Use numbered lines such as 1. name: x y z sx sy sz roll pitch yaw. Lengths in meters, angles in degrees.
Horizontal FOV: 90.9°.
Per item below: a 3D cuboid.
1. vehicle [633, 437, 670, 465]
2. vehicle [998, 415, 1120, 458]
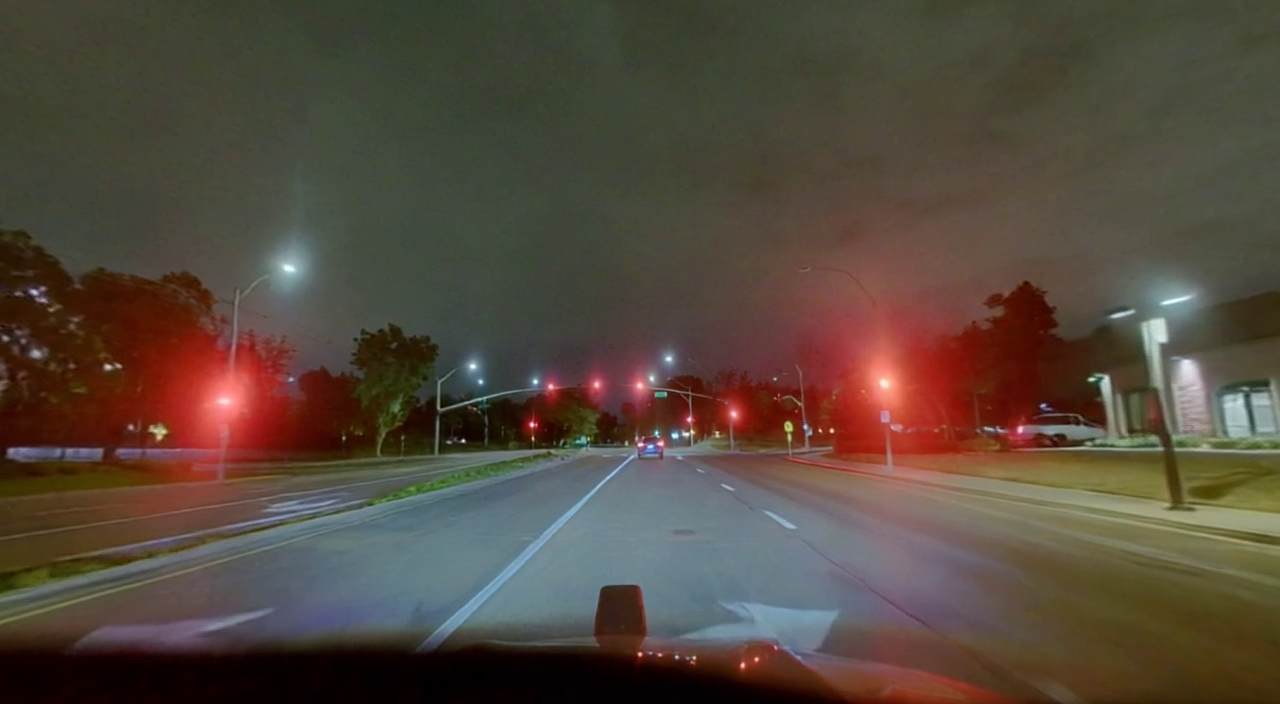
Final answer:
1. vehicle: 0.598 5.726 36.634 2.028 1.478 4.545 0 -8 -1
2. vehicle: 23.667 4.887 36.133 2.647 2.185 6.556 -1 -8 2
